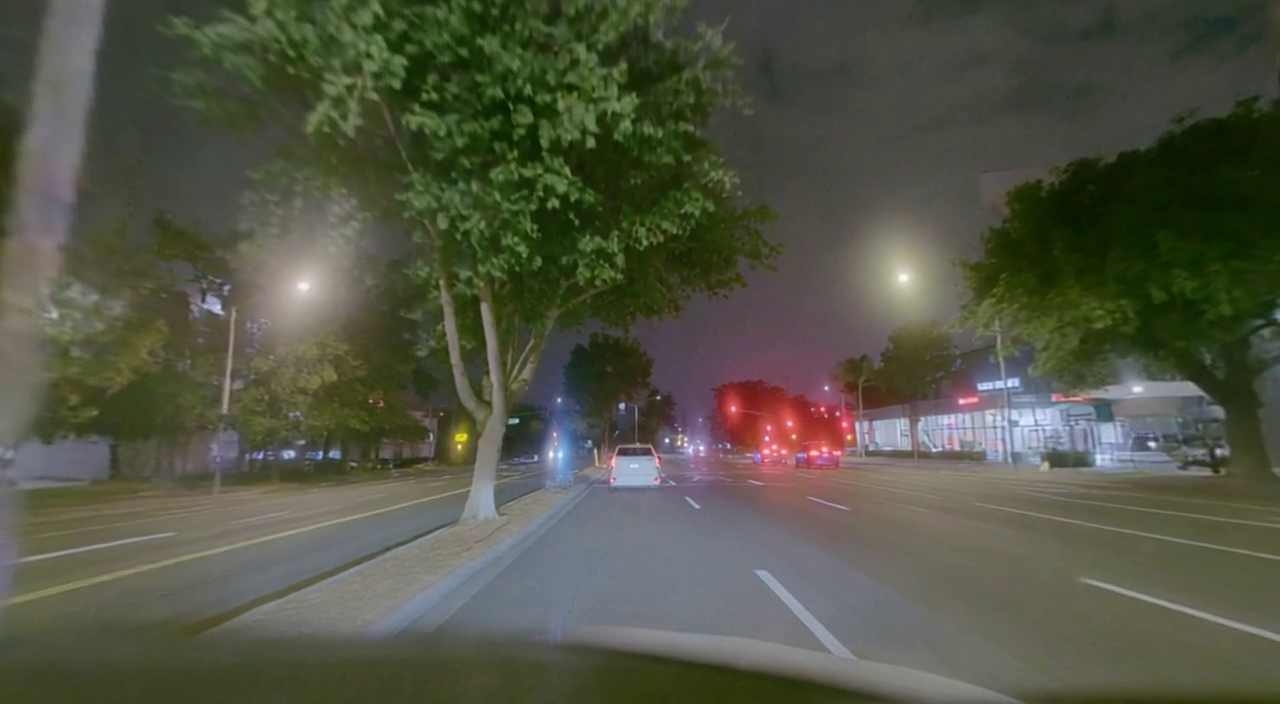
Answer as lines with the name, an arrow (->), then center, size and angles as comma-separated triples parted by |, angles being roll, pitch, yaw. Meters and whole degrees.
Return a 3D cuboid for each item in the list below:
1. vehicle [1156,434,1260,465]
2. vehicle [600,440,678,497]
vehicle -> 31.898, 5.479, 35.635 | 1.873, 1.588, 4.133 | -2, -8, -1
vehicle -> -0.050, 3.377, 18.724 | 2.064, 1.477, 3.968 | 0, -9, -1
